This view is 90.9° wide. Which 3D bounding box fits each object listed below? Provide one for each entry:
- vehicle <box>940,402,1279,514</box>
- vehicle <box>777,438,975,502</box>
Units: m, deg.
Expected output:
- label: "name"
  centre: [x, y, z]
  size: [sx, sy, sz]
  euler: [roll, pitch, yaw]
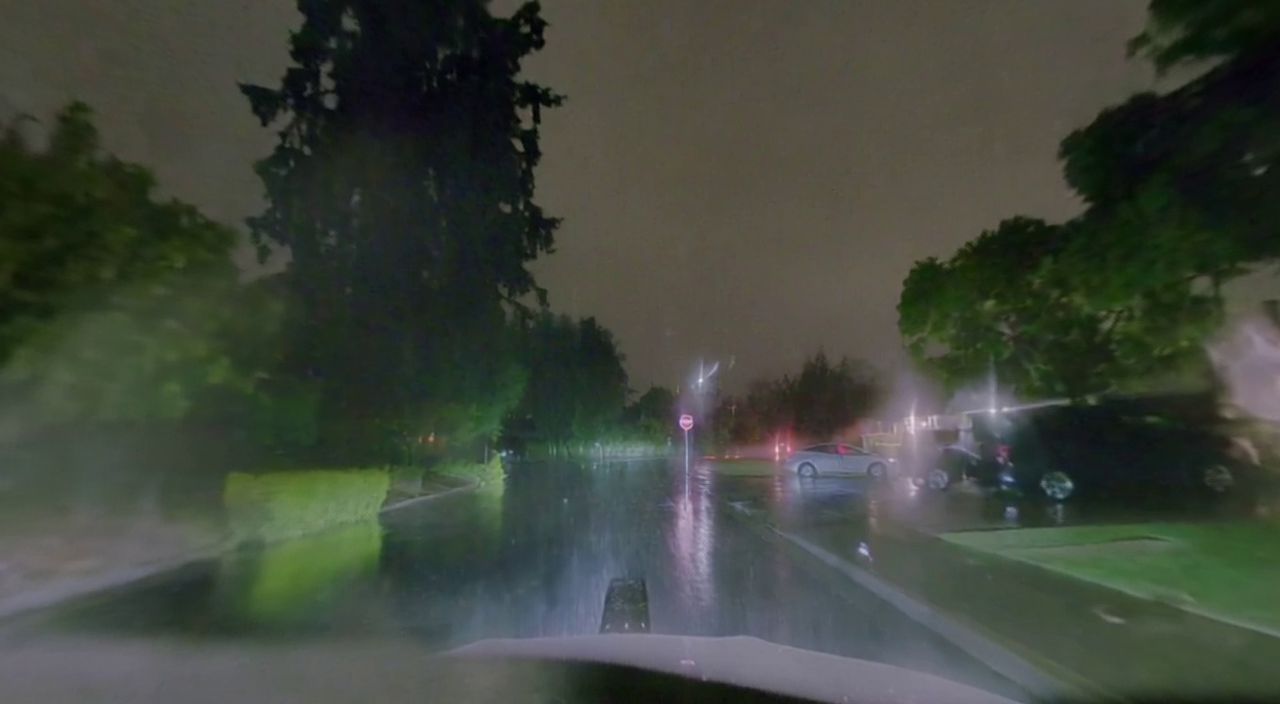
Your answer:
- label: "vehicle"
  centre: [9.397, 2.148, 12.985]
  size: [5.239, 1.933, 2.131]
  euler: [-2, -9, -1]
- label: "vehicle"
  centre: [5.727, 2.885, 15.713]
  size: [4.229, 1.402, 1.811]
  euler: [1, -8, 1]
